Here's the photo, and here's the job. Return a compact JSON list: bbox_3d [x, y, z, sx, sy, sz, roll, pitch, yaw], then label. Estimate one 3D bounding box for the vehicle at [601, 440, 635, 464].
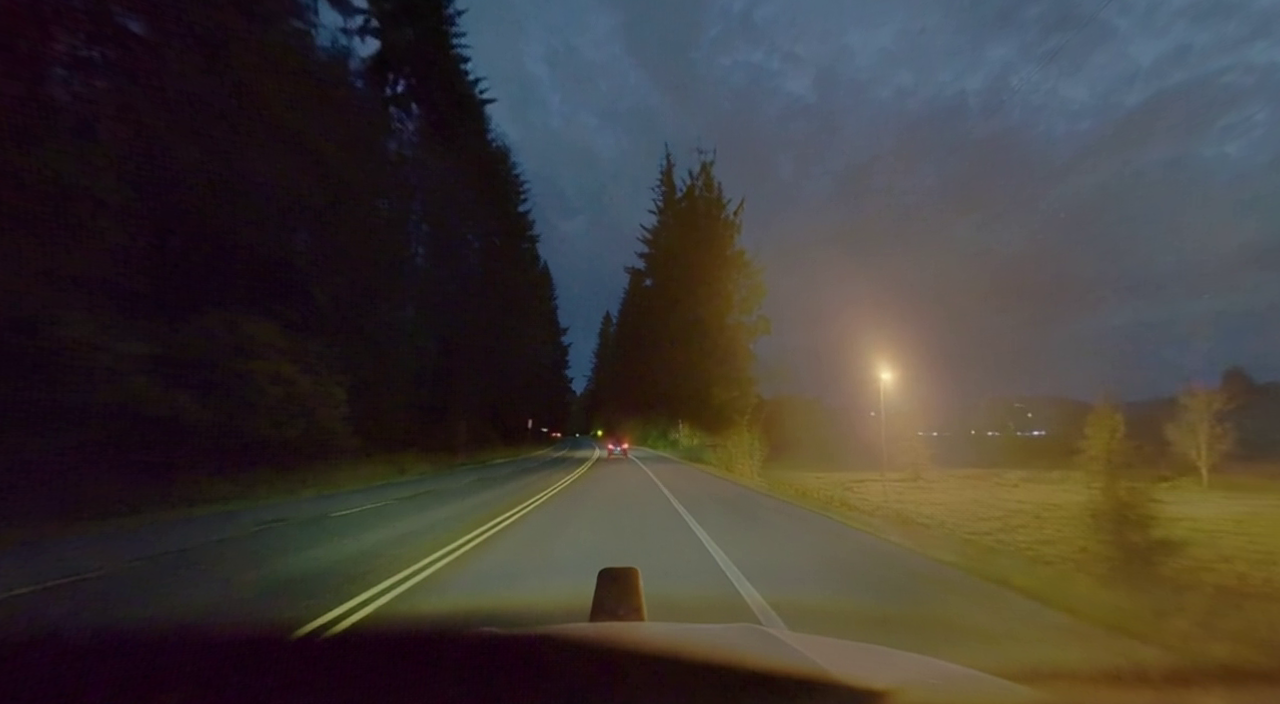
[{"bbox_3d":[-1.396,6.370,40.378,2.042,1.489,3.963,0,-8,-2],"label":"vehicle"}]
